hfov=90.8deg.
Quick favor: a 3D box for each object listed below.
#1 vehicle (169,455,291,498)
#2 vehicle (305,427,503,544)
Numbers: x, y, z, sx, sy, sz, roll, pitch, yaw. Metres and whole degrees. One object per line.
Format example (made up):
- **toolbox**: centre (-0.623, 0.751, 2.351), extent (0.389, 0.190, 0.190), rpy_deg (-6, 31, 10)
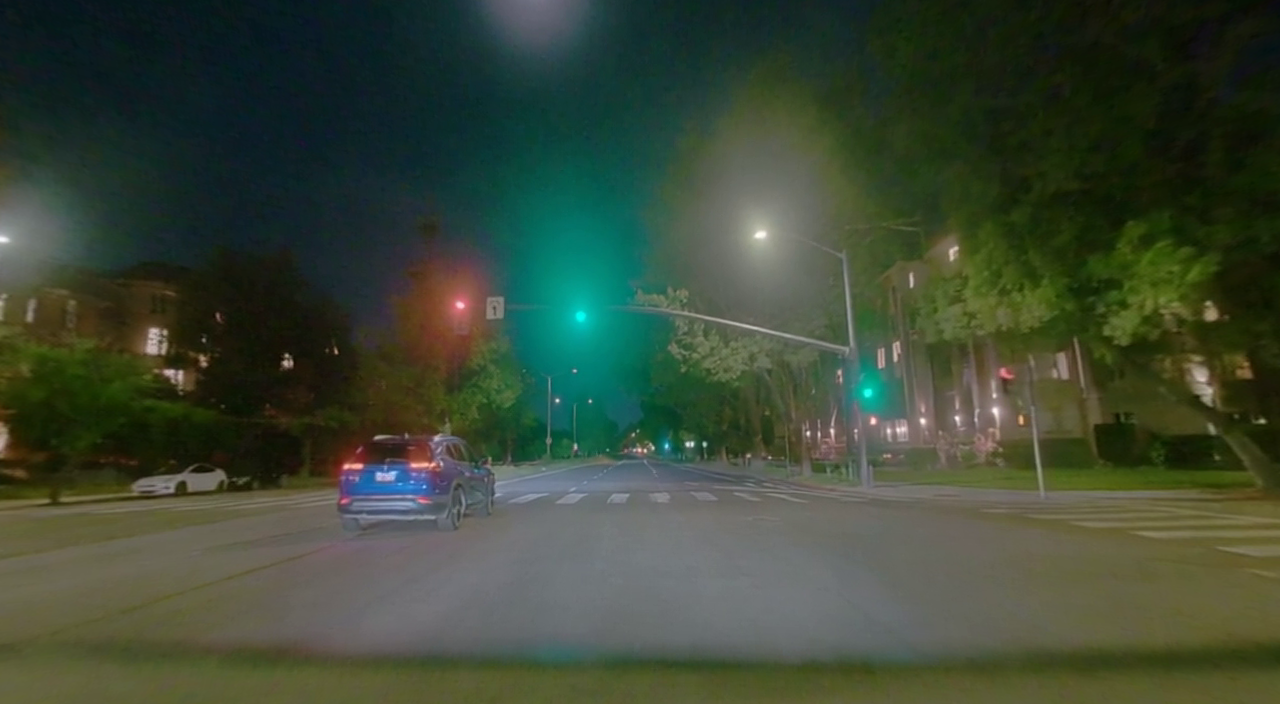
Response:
- **vehicle**: centre (-16.679, 5.044, 26.028), extent (1.941, 1.495, 4.713), rpy_deg (0, -8, -1)
- **vehicle**: centre (-4.020, 2.316, 11.674), extent (1.993, 1.733, 4.262), rpy_deg (0, -8, 0)
